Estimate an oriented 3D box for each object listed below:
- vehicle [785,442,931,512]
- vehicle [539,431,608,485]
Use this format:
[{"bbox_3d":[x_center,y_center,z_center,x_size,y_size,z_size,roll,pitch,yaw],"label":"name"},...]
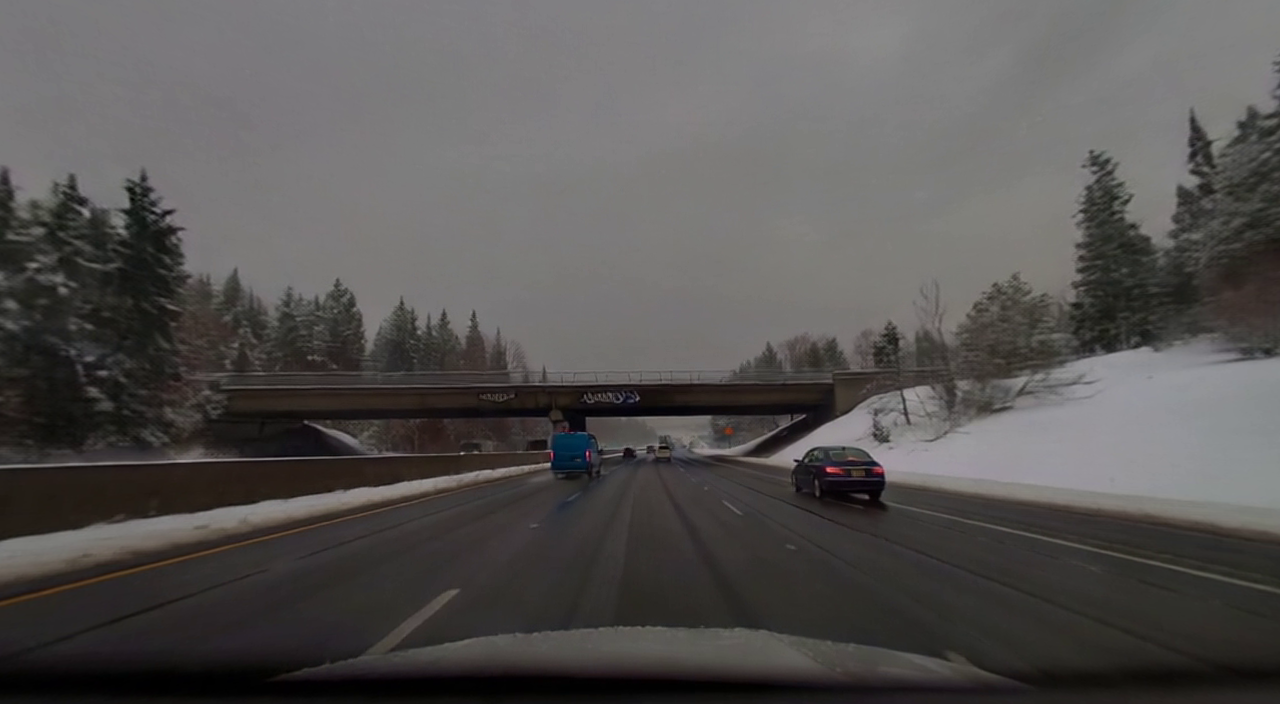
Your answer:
[{"bbox_3d":[5.237,3.043,15.942,1.972,1.492,4.623,0,-9,-1],"label":"vehicle"},{"bbox_3d":[-2.669,4.441,26.749,2.310,2.030,5.094,0,-9,1],"label":"vehicle"}]
